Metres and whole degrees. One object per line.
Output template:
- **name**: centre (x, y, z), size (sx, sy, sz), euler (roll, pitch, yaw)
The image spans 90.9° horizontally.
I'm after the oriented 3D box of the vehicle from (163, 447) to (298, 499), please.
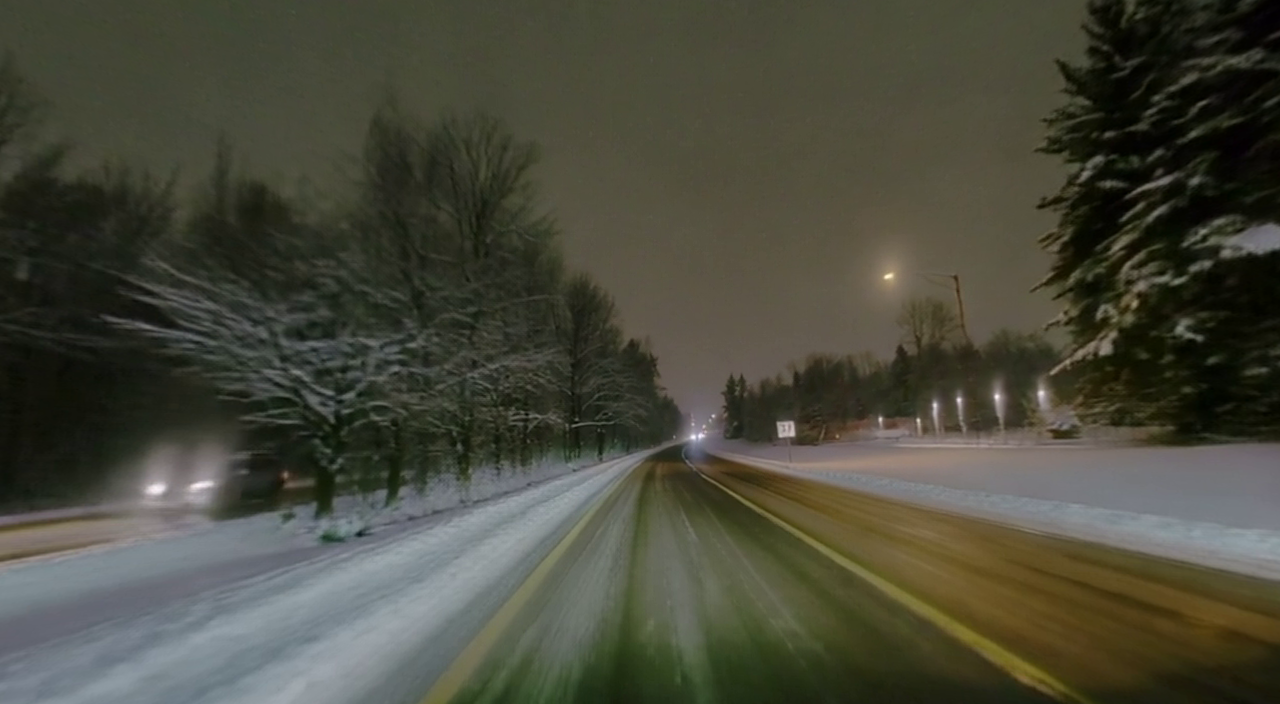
- **vehicle**: centre (-15.818, 4.655, 24.736), size (2.010, 1.801, 4.777), euler (0, -8, 1)
